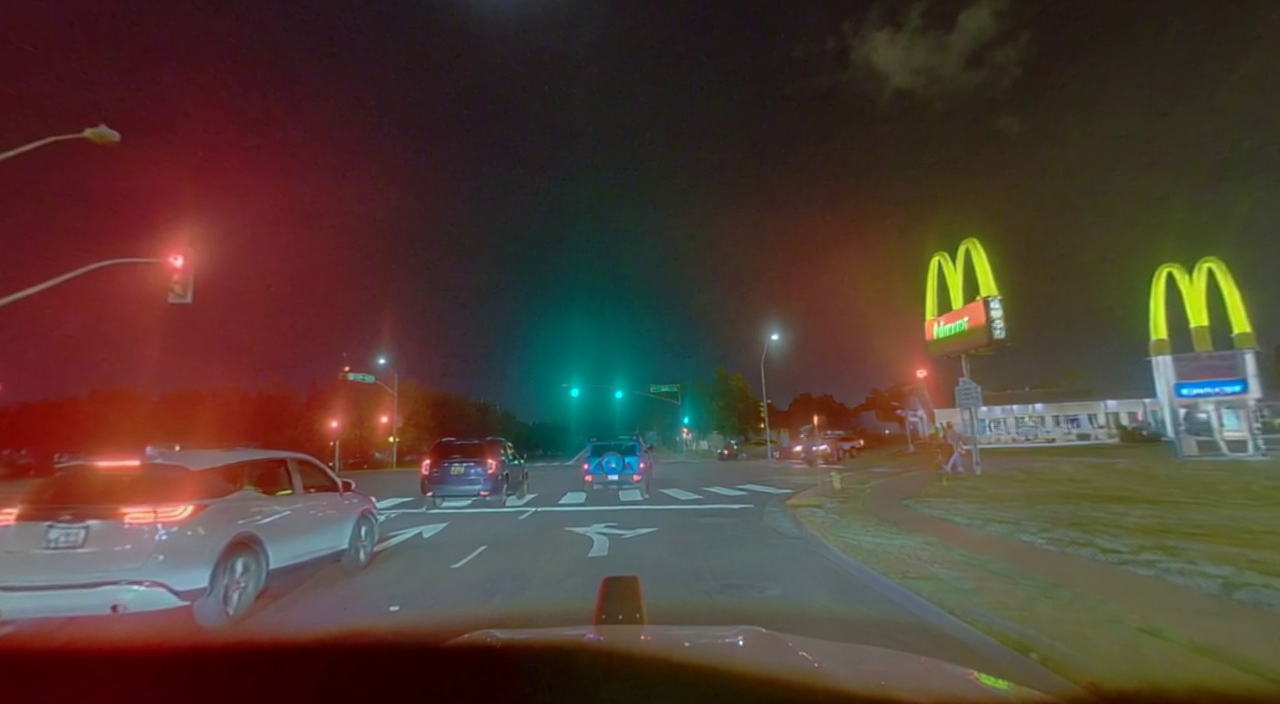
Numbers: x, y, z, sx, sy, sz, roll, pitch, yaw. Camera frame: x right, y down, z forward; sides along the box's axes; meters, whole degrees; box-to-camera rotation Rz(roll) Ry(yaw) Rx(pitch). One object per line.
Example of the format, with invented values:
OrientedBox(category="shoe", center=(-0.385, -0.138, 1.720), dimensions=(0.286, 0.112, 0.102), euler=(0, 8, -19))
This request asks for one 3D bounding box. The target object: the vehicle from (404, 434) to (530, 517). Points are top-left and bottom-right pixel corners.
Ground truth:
OrientedBox(category="vehicle", center=(-4.256, 3.093, 16.396), dimensions=(2.130, 1.819, 4.497), euler=(0, -8, -2))

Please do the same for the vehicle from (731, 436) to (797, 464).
OrientedBox(category="vehicle", center=(9.569, 7.550, 48.717), dimensions=(4.432, 1.680, 1.971), euler=(-2, -7, -23))

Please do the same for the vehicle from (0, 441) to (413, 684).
OrientedBox(category="vehicle", center=(-4.025, 1.644, 6.235), dimensions=(1.941, 1.479, 4.541), euler=(0, -8, -1))

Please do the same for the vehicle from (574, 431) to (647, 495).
OrientedBox(category="vehicle", center=(-1.042, 3.730, 21.571), dimensions=(2.224, 1.923, 4.643), euler=(1, -9, -4))
